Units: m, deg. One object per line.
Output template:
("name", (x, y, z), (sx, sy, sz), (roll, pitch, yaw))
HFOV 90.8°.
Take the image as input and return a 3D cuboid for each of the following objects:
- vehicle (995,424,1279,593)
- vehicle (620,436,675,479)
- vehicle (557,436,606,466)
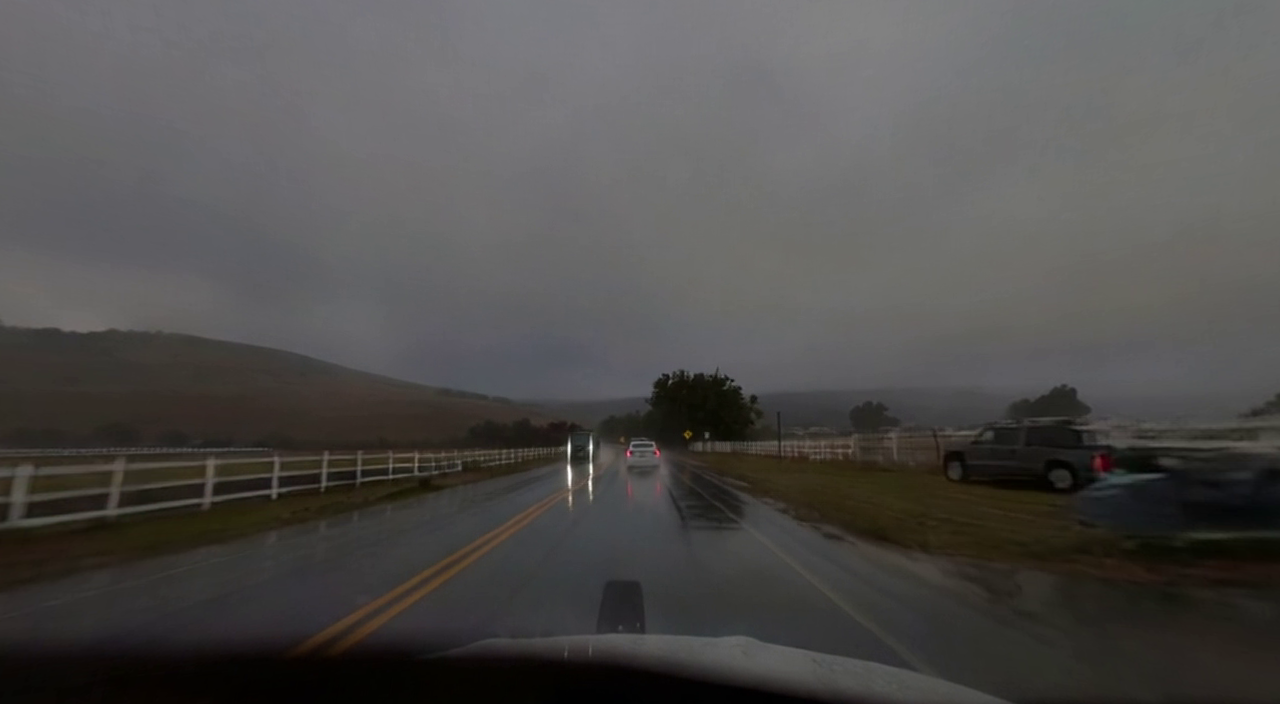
("vehicle", (6.694, 1.520, 6.483), (4.979, 1.503, 2.010), (-3, -9, 20))
("vehicle", (0.295, 4.457, 26.884), (2.158, 1.669, 4.006), (0, -8, 1))
("vehicle", (-4.285, 7.467, 47.898), (2.906, 2.116, 6.952), (0, -8, 1))
